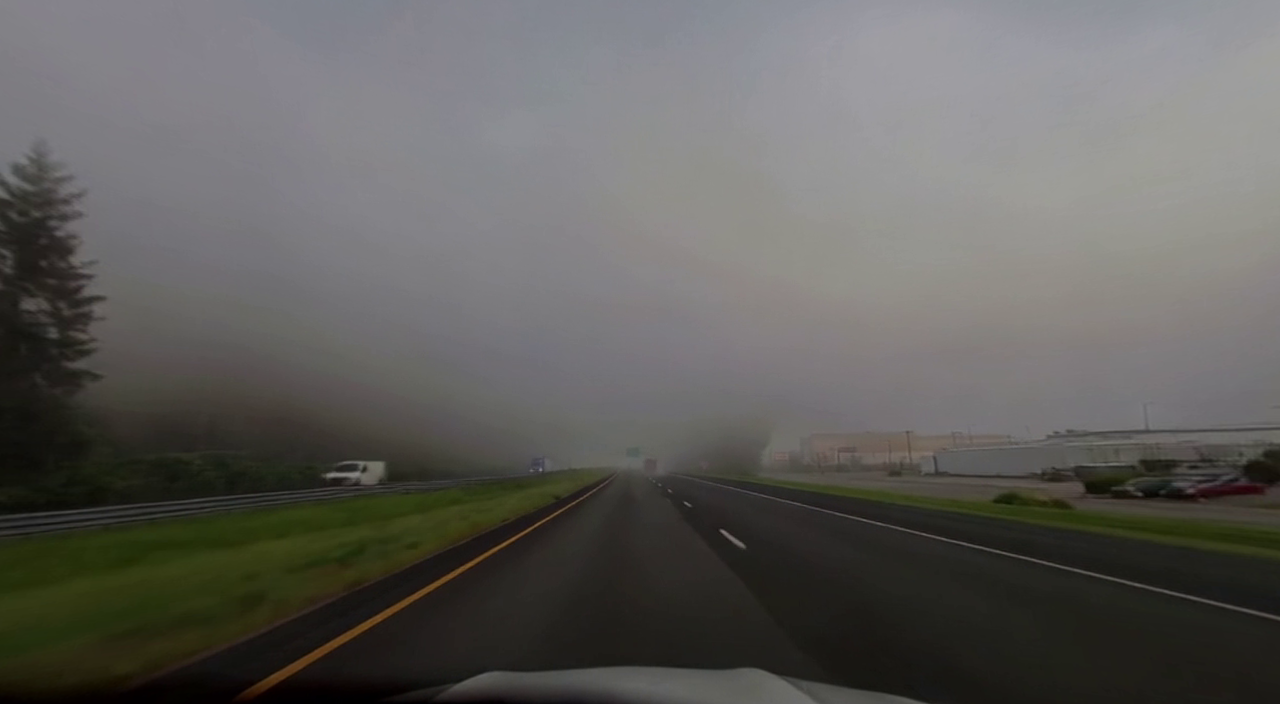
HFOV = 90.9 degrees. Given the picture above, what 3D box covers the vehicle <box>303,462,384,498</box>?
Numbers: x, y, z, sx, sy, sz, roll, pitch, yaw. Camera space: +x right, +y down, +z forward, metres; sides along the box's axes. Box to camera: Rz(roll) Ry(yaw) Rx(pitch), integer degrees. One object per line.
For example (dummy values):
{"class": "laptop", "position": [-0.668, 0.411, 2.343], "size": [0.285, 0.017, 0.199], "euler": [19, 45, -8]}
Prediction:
{"class": "vehicle", "position": [-14.532, 6.307, 31.184], "size": [2.030, 1.618, 4.203], "euler": [1, -10, -2]}
